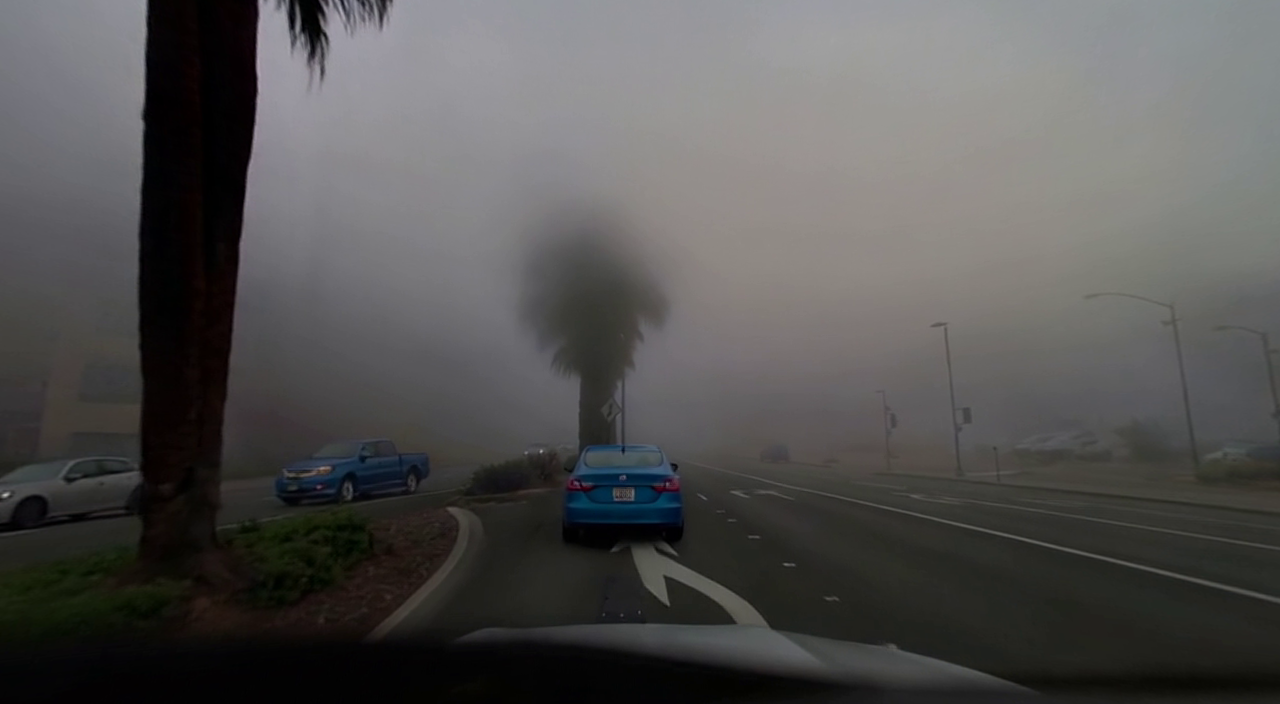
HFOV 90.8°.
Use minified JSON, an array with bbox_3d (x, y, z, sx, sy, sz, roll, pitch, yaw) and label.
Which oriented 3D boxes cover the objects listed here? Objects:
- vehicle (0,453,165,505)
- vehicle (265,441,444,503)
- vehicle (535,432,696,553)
[{"bbox_3d":[-17.865,3.888,19.641,4.585,1.479,2.088,-1,-9,4],"label":"vehicle"},{"bbox_3d":[-8.000,3.297,17.736,4.457,1.552,2.095,-4,-10,25],"label":"vehicle"},{"bbox_3d":[-0.639,2.079,10.152,1.986,1.473,4.382,1,-9,-10],"label":"vehicle"}]
